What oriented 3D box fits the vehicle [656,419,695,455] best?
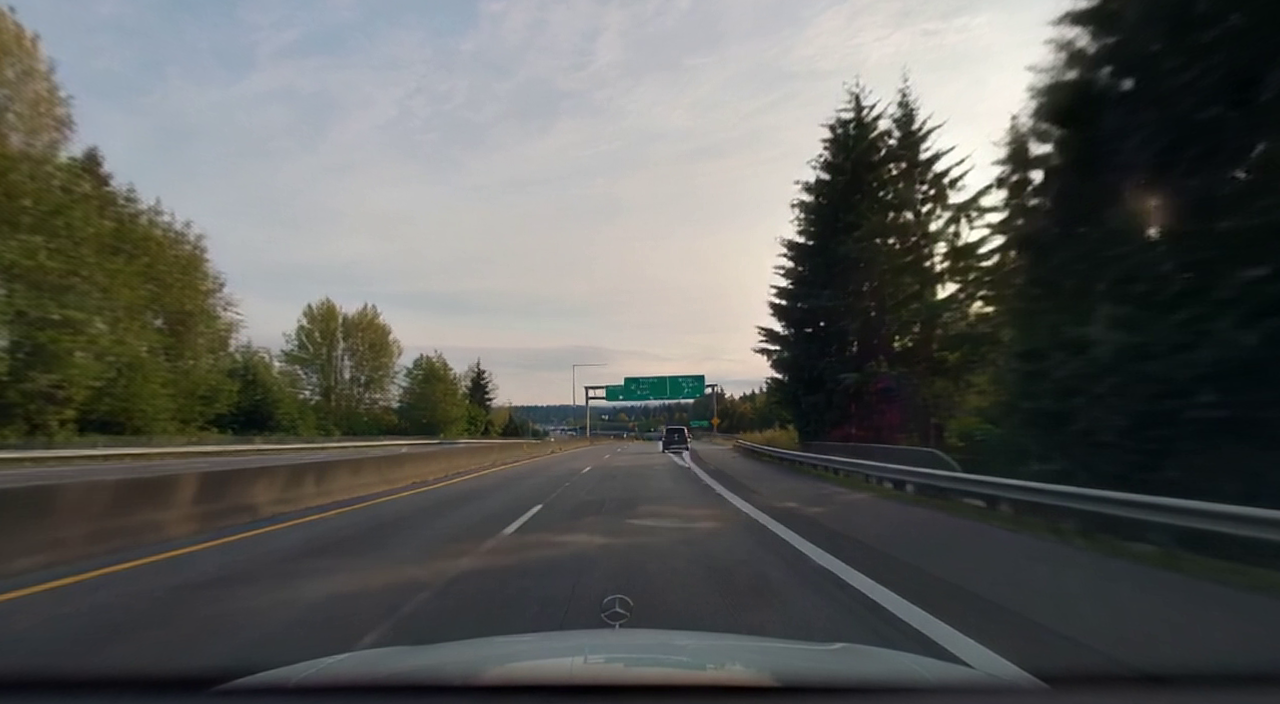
[{"bbox_3d":[2.361,5.839,43.408,2.450,2.314,4.753,0,-8,1],"label":"vehicle"}]
